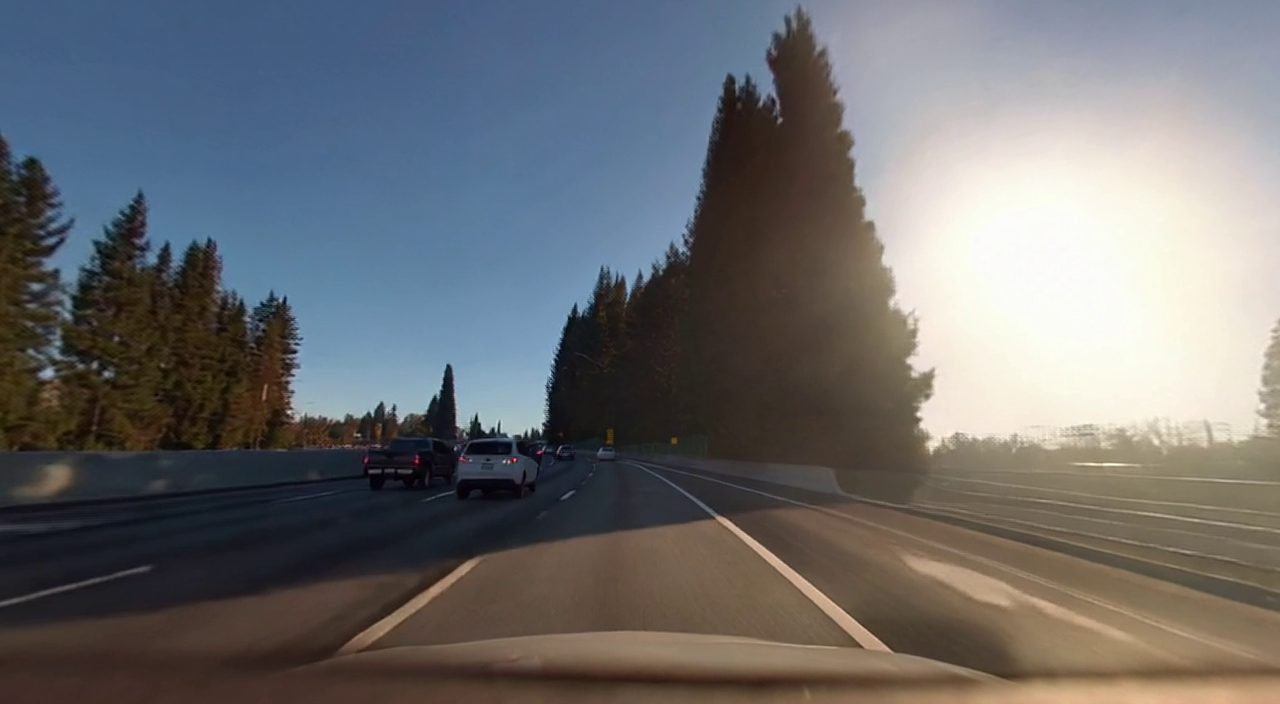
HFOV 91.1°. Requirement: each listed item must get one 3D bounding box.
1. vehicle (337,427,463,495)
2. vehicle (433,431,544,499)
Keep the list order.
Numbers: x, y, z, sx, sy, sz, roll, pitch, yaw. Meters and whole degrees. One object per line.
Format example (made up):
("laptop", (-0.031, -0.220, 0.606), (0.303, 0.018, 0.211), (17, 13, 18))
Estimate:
("vehicle", (-7.744, 3.570, 20.981), (2.160, 1.949, 5.293), (0, -9, -1))
("vehicle", (-4.379, 3.354, 19.085), (2.142, 1.789, 5.009), (0, -9, -1))
